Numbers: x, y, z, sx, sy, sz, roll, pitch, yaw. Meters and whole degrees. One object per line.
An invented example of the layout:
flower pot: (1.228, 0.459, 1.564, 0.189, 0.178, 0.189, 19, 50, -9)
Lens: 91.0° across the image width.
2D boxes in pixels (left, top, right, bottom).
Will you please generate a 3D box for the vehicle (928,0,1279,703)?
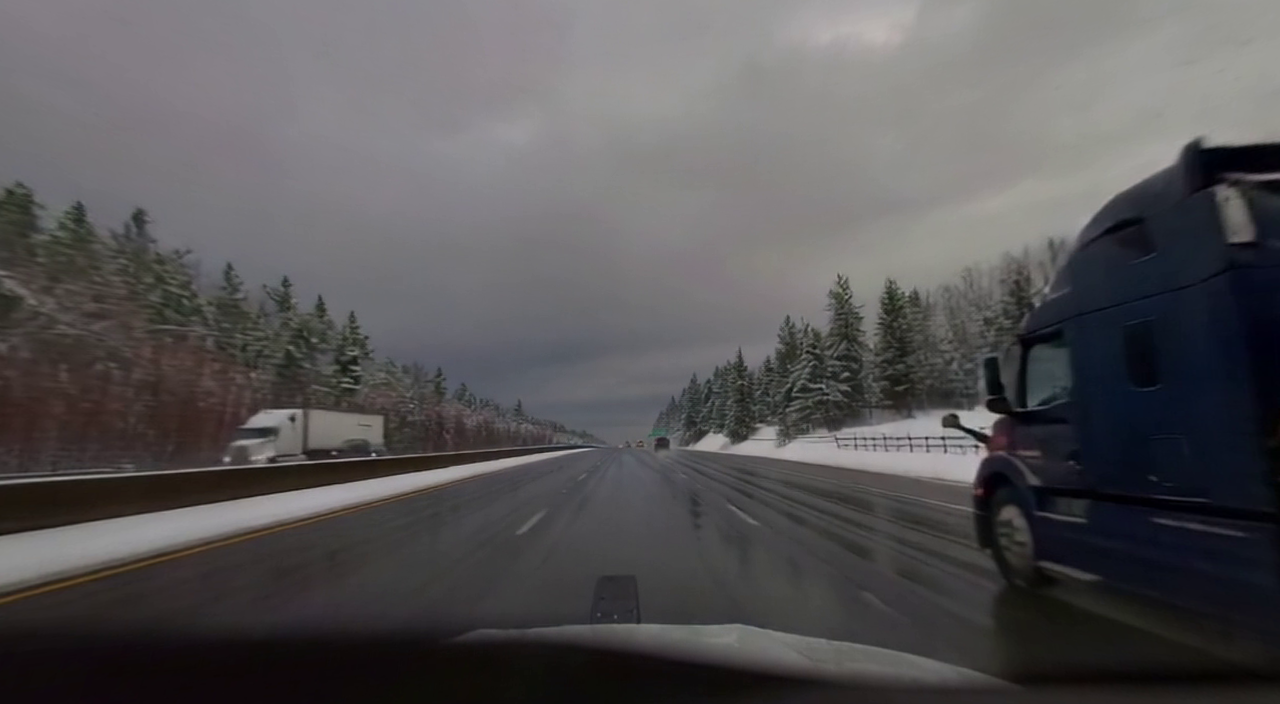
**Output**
vehicle: (4.004, -0.053, 1.506, 2.766, 3.349, 7.796, 0, -8, -1)

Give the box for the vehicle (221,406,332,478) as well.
vehicle: (-21.417, 5.335, 37.560, 3.006, 3.901, 5.946, -1, -8, -1)

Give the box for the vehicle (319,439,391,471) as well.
vehicle: (-16.654, 6.008, 37.041, 2.036, 1.742, 4.794, 0, -8, -1)
